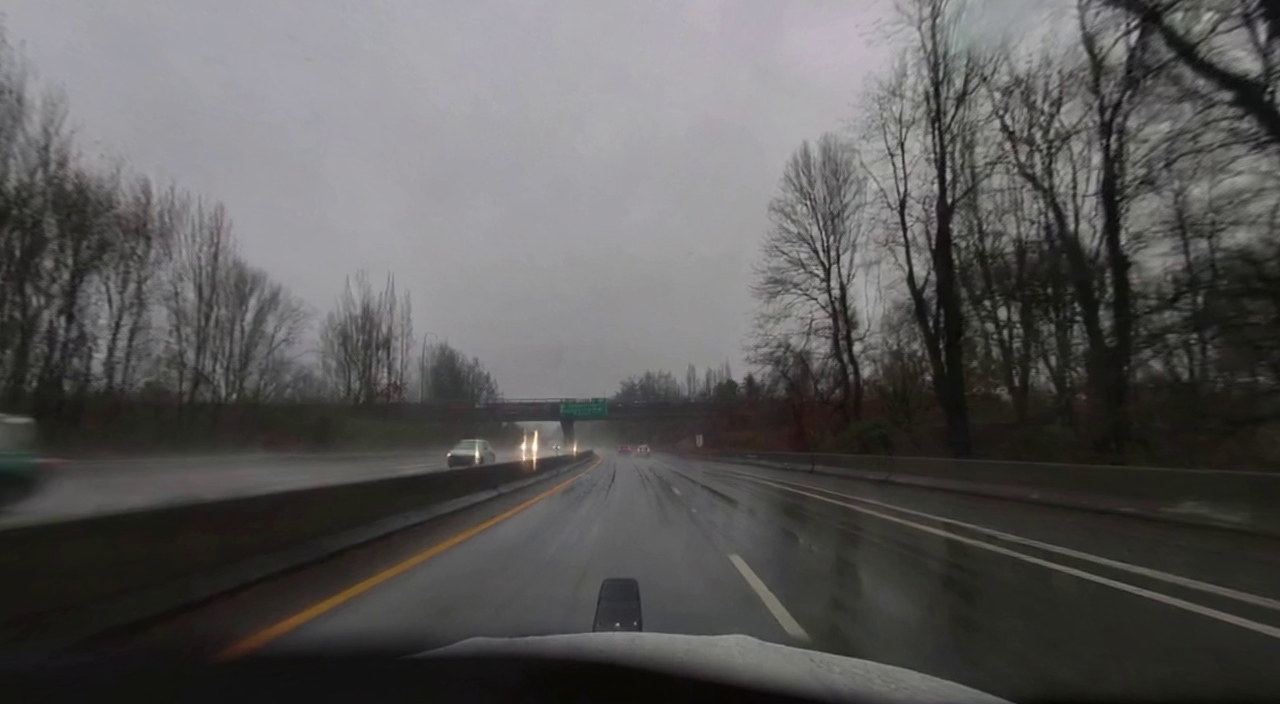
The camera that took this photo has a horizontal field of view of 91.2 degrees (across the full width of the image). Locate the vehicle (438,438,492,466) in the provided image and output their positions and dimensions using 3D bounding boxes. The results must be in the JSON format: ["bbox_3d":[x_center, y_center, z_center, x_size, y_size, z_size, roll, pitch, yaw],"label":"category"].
[{"bbox_3d":[-10.063,5.793,36.358,1.910,1.528,4.245,0,-9,-1],"label":"vehicle"}]
